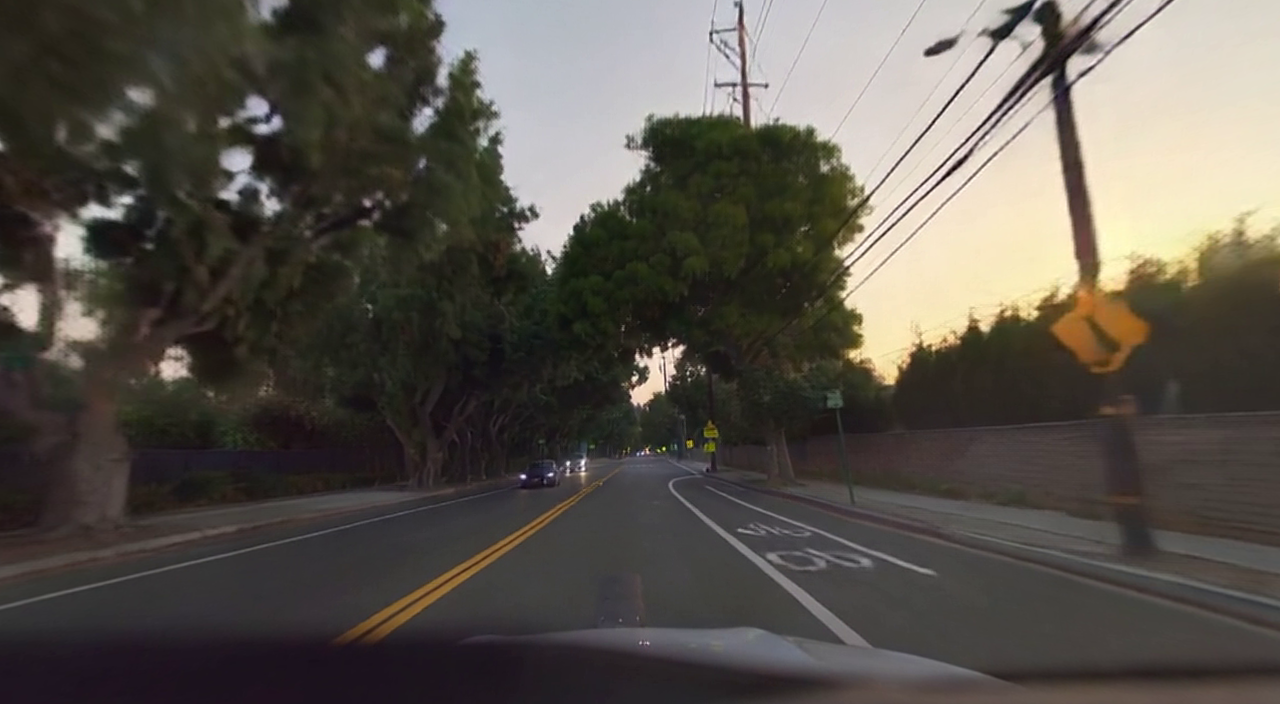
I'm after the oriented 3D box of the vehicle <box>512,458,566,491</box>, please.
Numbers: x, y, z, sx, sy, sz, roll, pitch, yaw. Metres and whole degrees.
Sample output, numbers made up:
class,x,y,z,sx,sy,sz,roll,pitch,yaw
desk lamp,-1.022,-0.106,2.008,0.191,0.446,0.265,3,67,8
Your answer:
class,x,y,z,sx,sy,sz,roll,pitch,yaw
vehicle,-4.850,5.939,30.839,1.966,1.468,4.207,0,-10,0
